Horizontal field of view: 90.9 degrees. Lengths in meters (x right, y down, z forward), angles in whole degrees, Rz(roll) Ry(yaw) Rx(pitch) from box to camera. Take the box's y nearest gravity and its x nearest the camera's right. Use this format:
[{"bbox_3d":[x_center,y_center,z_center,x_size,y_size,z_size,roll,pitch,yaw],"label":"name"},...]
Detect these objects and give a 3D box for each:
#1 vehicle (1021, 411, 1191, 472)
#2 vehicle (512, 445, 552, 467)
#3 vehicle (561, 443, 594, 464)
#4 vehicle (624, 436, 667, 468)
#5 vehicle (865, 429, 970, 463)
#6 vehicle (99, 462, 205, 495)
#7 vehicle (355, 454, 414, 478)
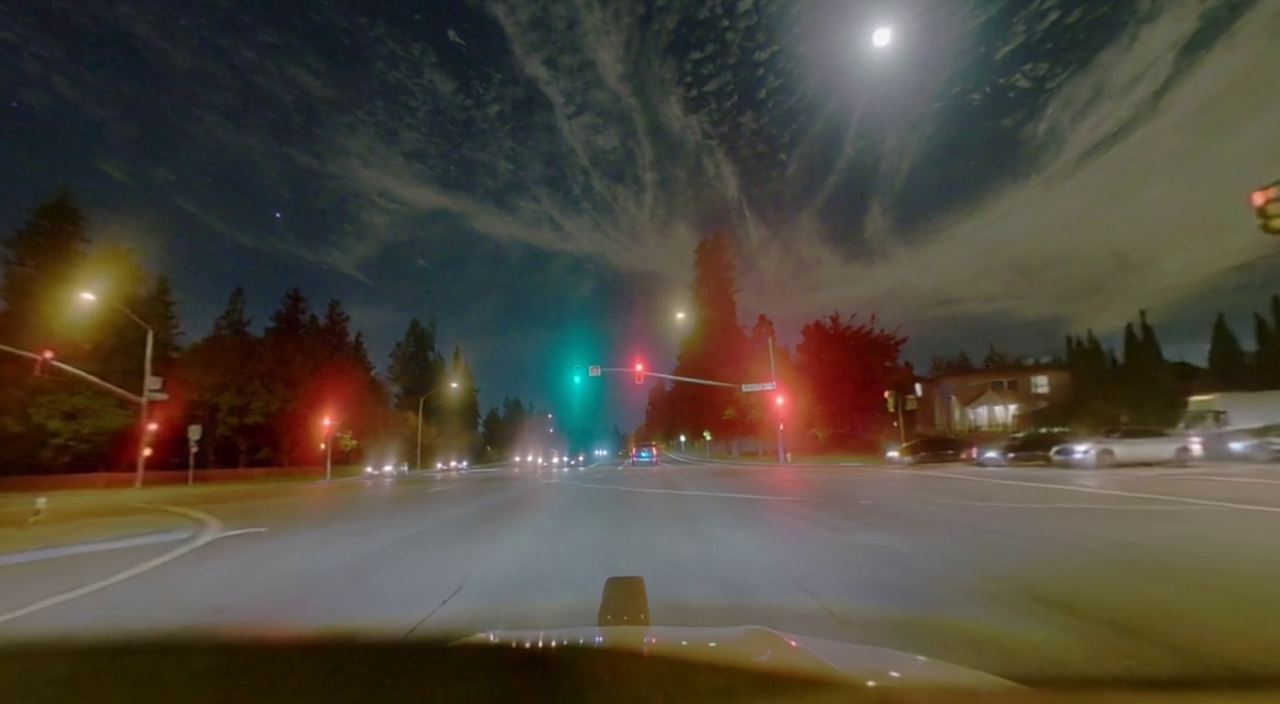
[{"bbox_3d":[17.524,3.394,23.895,4.554,1.704,2.121,-7,-8,2],"label":"vehicle"},{"bbox_3d":[-7.804,7.535,45.940,2.154,1.499,4.461,-1,-8,0],"label":"vehicle"},{"bbox_3d":[-4.742,7.761,48.392,1.994,1.494,4.599,-1,-8,1],"label":"vehicle"},{"bbox_3d":[0.318,5.984,37.826,2.437,1.737,4.420,-1,-8,0],"label":"vehicle"},{"bbox_3d":[15.212,5.200,34.777,4.732,1.713,2.257,-1,-8,3],"label":"vehicle"},{"bbox_3d":[-26.825,6.937,34.741,4.403,1.511,2.024,6,-10,-38],"label":"vehicle"},{"bbox_3d":[-19.270,8.607,47.785,2.164,1.556,4.678,-2,-8,5],"label":"vehicle"}]
